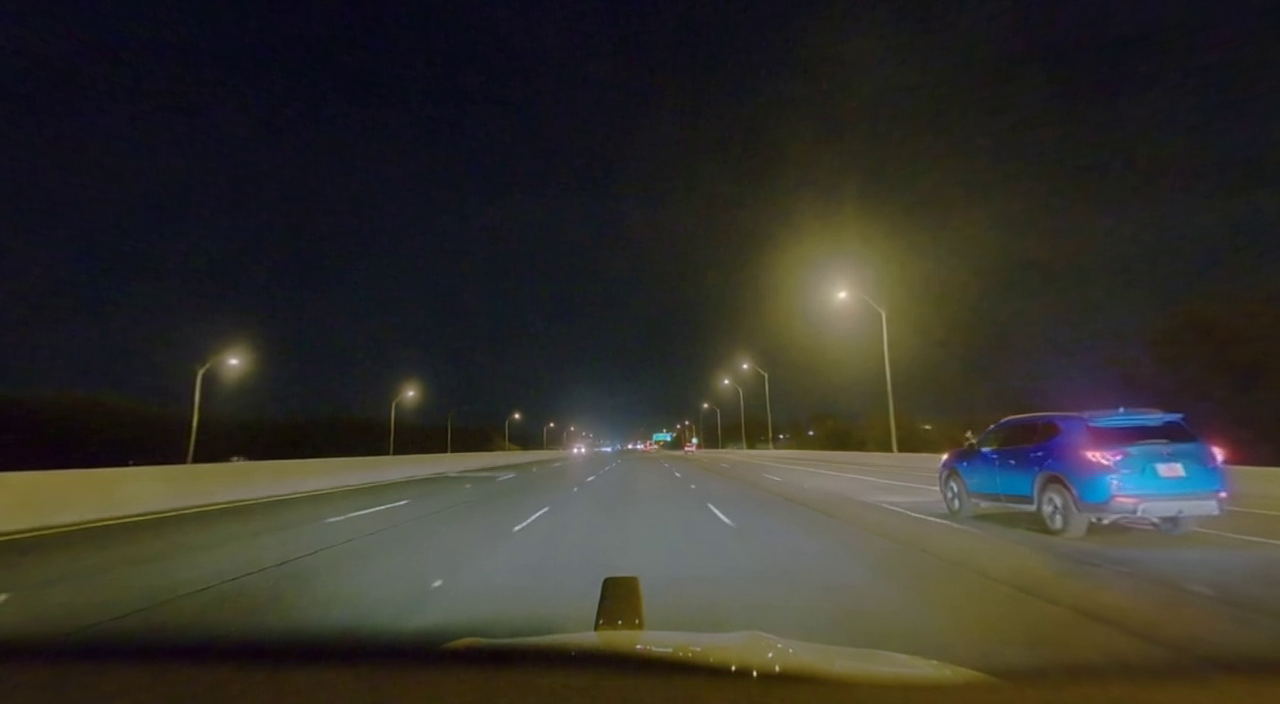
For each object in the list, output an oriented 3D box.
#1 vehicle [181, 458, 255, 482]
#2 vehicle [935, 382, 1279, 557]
[{"bbox_3d":[-29.291,8.168,43.994,1.907,1.499,4.738,-1,-8,0],"label":"vehicle"},{"bbox_3d":[6.597,1.615,9.251,2.222,1.899,4.595,0,-8,-1],"label":"vehicle"}]
